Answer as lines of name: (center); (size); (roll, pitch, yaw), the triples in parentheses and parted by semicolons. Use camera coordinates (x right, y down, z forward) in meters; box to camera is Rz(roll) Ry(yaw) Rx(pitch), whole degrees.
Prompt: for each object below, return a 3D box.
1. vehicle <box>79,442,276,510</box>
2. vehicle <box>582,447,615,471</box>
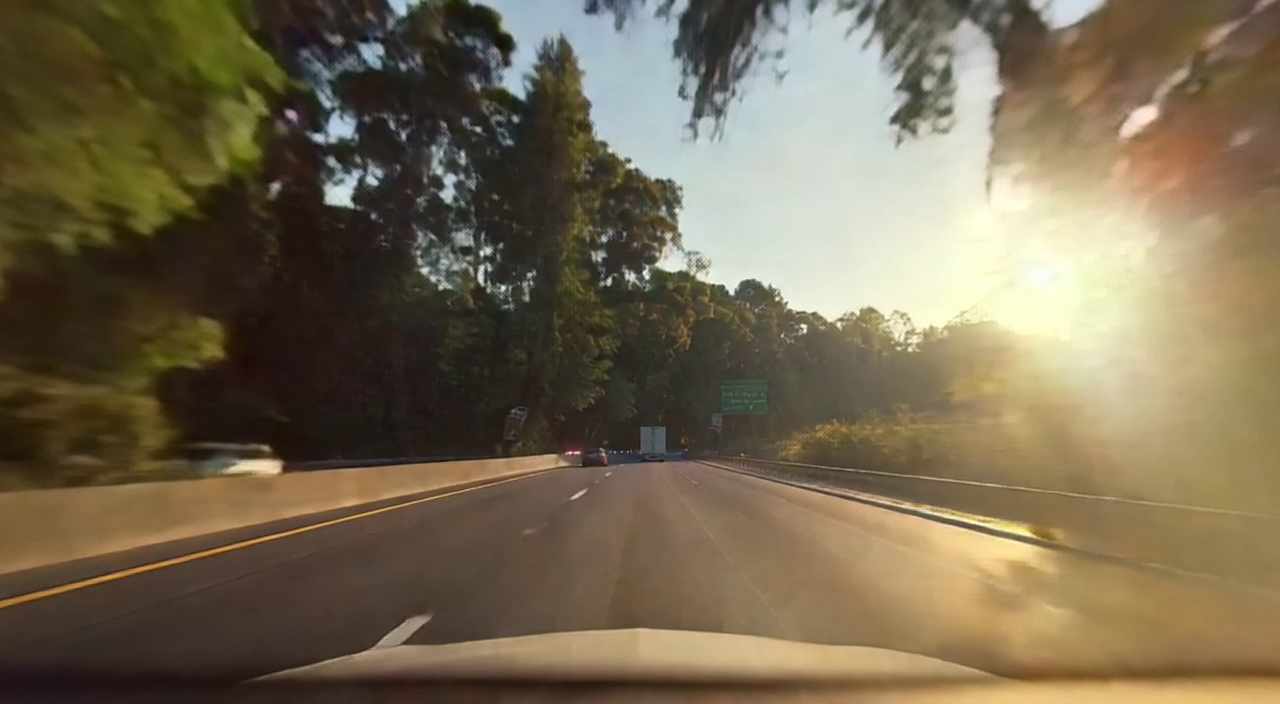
vehicle: (-11.848, 3.180, 16.631); (1.961, 1.550, 4.218); (0, -9, 0)
vehicle: (-3.001, 7.821, 46.307); (2.057, 1.618, 4.212); (0, -9, 1)
